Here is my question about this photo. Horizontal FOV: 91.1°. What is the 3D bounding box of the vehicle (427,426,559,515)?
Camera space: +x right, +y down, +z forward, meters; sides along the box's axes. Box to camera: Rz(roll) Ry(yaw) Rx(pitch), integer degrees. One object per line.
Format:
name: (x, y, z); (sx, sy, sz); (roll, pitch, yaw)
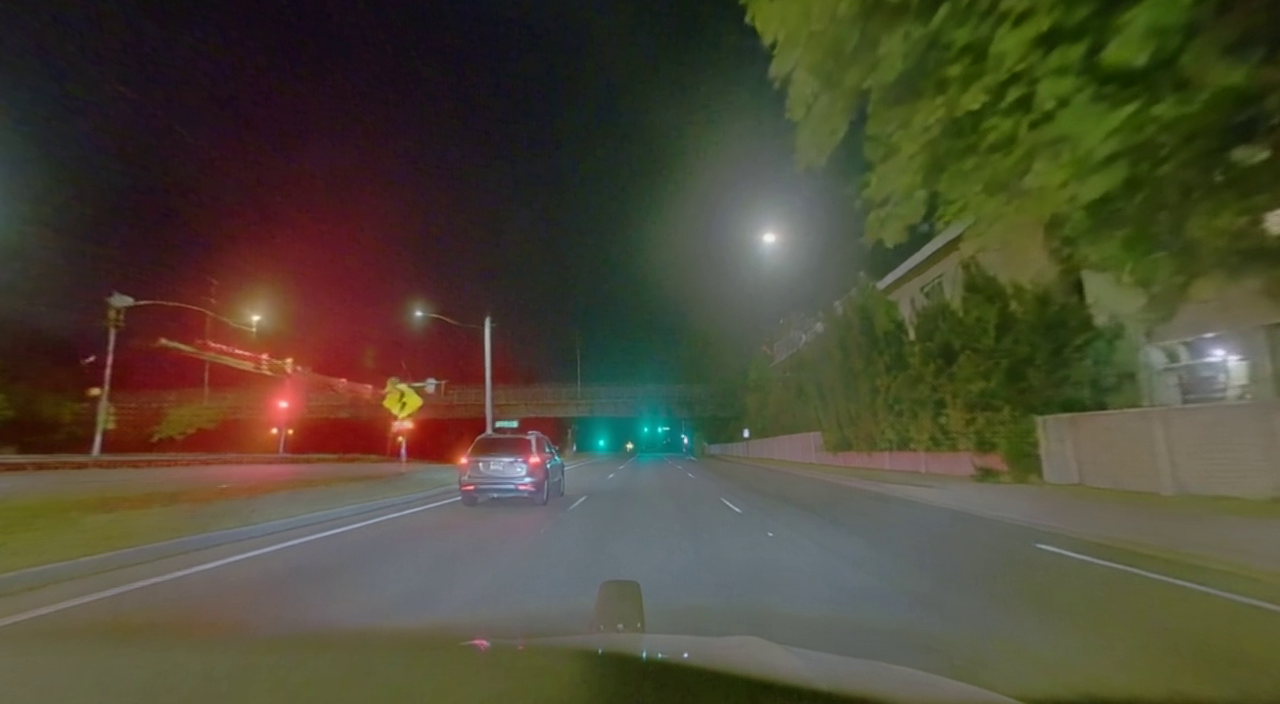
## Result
vehicle: (-3.131, 2.618, 14.362); (1.882, 1.704, 4.335); (0, -9, 1)
